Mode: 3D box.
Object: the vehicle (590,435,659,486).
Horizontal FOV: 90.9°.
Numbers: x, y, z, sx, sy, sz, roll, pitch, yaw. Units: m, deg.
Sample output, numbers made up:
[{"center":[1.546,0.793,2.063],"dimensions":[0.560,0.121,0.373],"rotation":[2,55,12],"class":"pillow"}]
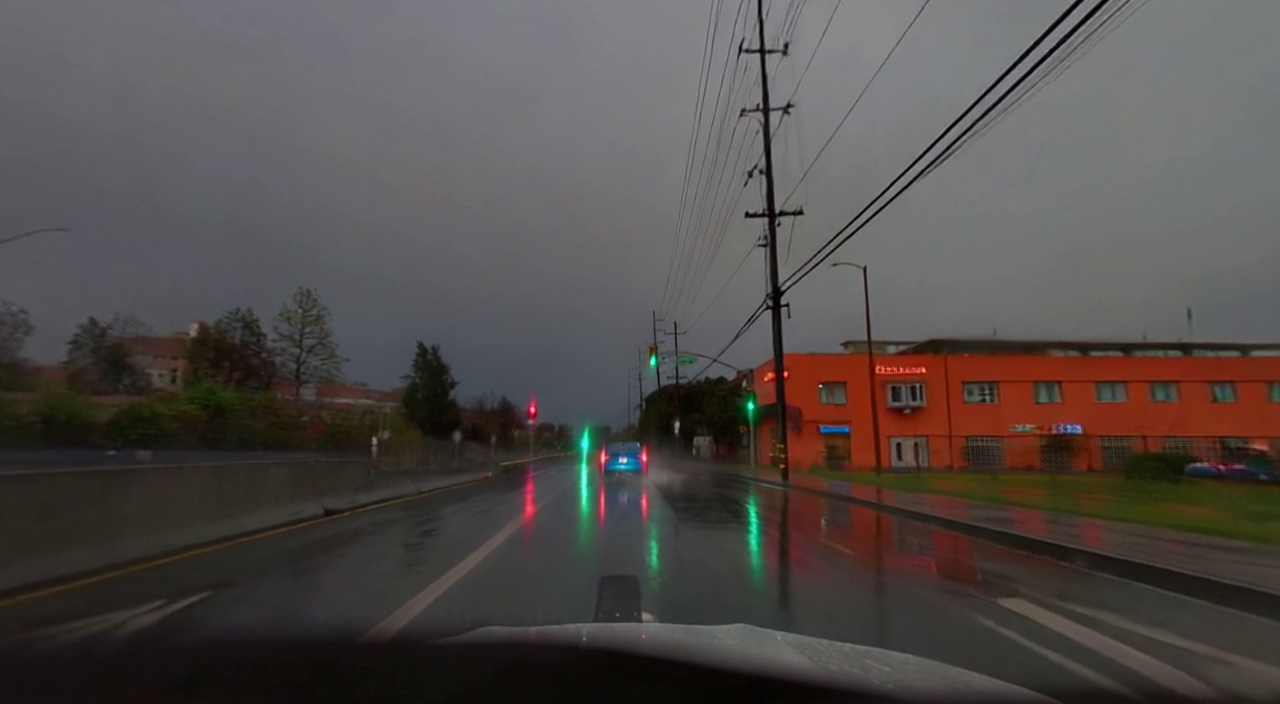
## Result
[{"center":[-0.519,3.614,21.400],"dimensions":[2.123,1.566,3.662],"rotation":[0,-8,-1],"class":"vehicle"}]
